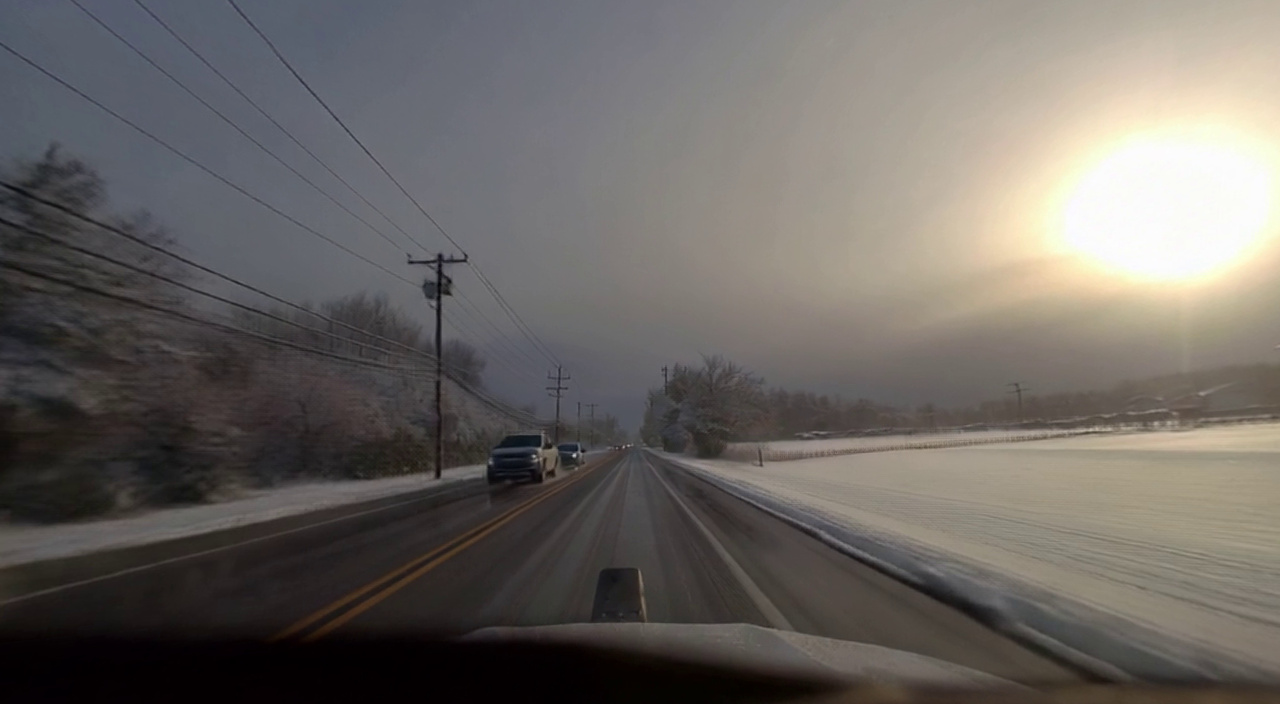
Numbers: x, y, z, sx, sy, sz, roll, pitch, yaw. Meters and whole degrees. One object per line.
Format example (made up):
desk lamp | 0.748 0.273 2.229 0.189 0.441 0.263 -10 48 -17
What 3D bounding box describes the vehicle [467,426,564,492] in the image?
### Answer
vehicle | -4.787 4.207 25.405 2.762 2.167 6.359 -2 -8 -2
